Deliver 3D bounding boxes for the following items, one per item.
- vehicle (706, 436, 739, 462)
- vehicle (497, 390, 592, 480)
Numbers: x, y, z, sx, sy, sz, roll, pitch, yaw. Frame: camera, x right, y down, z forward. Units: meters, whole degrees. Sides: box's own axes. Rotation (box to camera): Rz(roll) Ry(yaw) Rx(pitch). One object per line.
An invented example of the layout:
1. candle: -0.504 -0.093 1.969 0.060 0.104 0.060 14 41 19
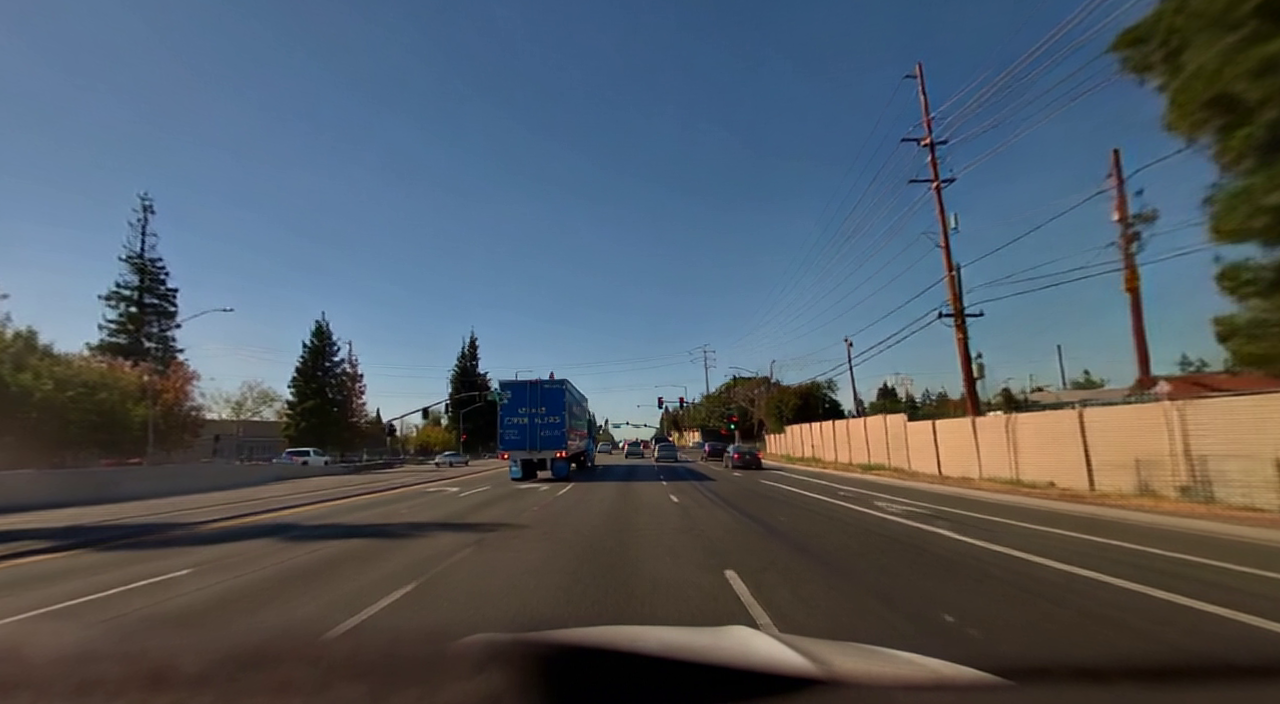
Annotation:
1. vehicle: 5.675 6.727 43.874 2.102 1.662 4.533 -1 -9 5
2. vehicle: -3.875 3.693 27.742 2.889 3.347 8.285 0 -9 0
